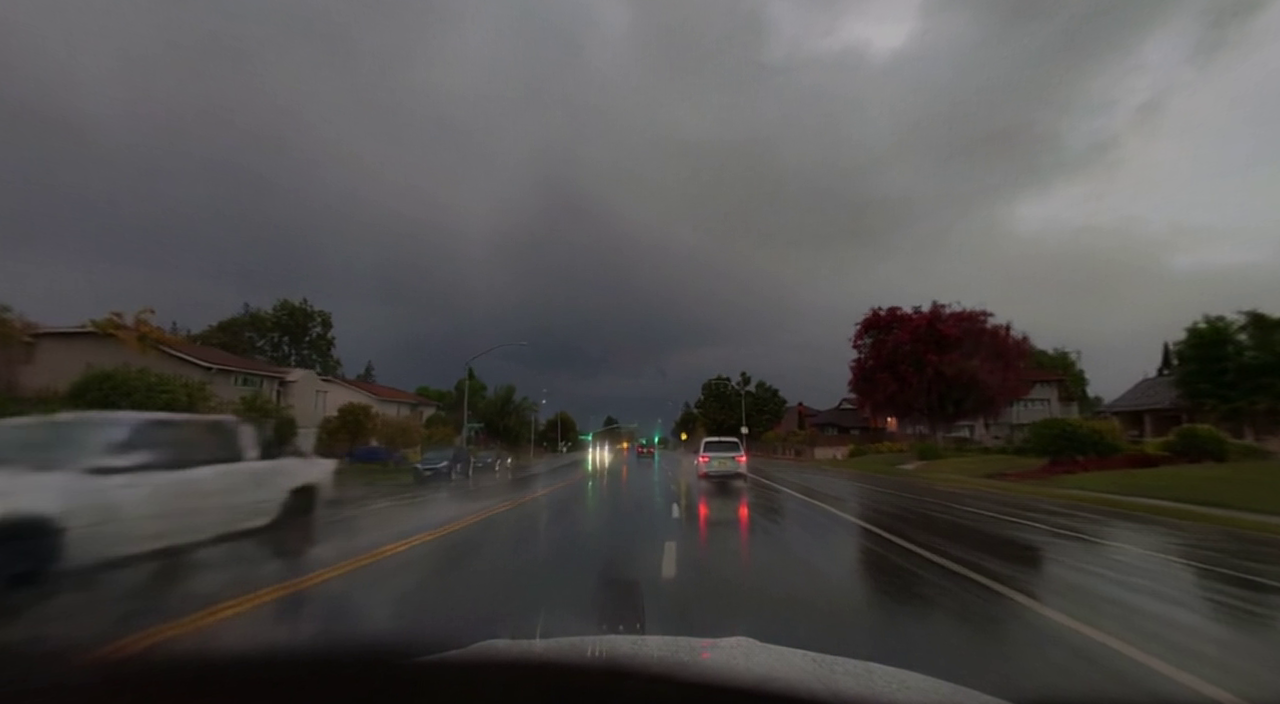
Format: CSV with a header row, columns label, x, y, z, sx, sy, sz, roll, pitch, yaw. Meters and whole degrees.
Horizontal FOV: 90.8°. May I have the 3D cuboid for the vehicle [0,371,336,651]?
label,x,y,z,sx,sy,sz,roll,pitch,yaw
vehicle,-5.389,1.371,6.196,2.146,1.912,4.878,-1,-8,3

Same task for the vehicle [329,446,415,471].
label,x,y,z,sx,sy,sz,roll,pitch,yaw
vehicle,-16.671,6.628,39.390,4.514,1.523,1.860,0,-8,2

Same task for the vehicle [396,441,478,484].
label,x,y,z,sx,sy,sz,roll,pitch,yaw
vehicle,-9.230,5.058,29.186,2.188,1.813,4.478,0,-8,1

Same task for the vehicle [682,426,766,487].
label,x,y,z,sx,sy,sz,roll,pitch,yaw
vehicle,2.586,3.376,20.681,2.200,1.763,4.676,0,-8,1

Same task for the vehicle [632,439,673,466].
label,x,y,z,sx,sy,sz,roll,pitch,yaw
vehicle,0.641,5.695,35.842,2.196,1.449,4.006,0,-8,-1
